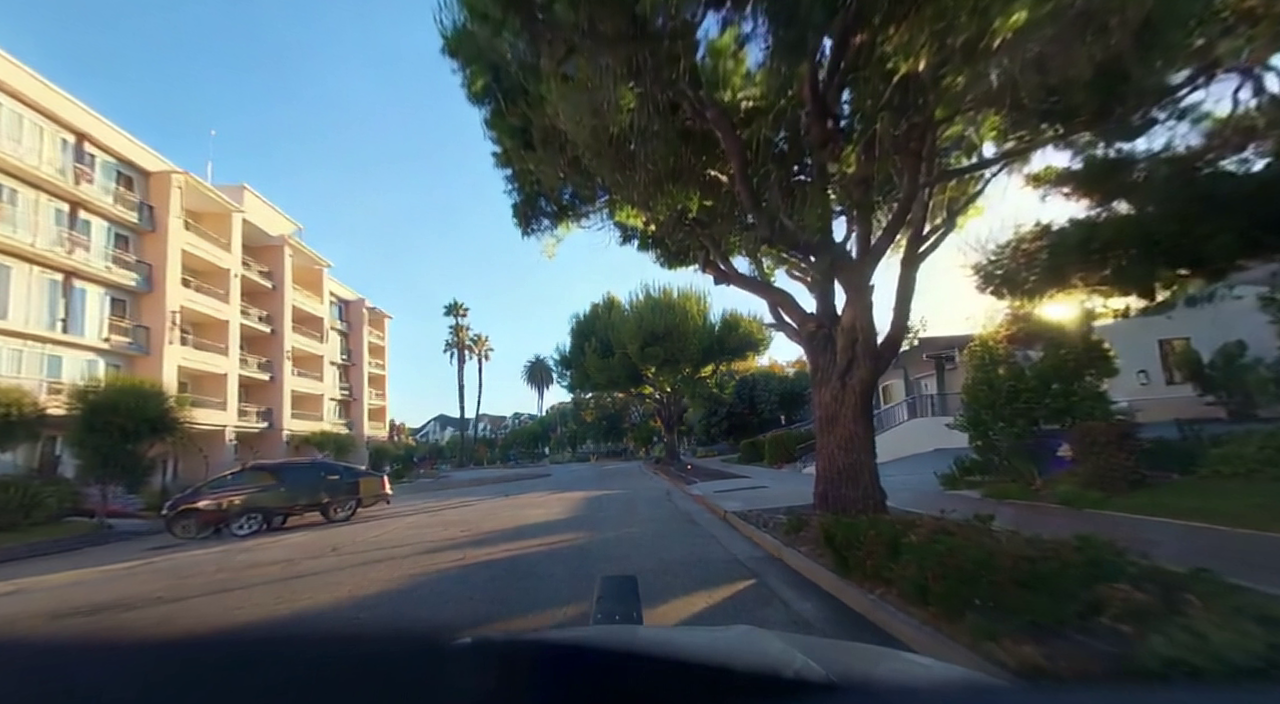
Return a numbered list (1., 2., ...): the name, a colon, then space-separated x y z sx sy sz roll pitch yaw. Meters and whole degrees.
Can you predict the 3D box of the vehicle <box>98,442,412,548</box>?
1. vehicle: -7.154 2.658 12.234 4.803 1.520 1.894 -3 -8 -6
